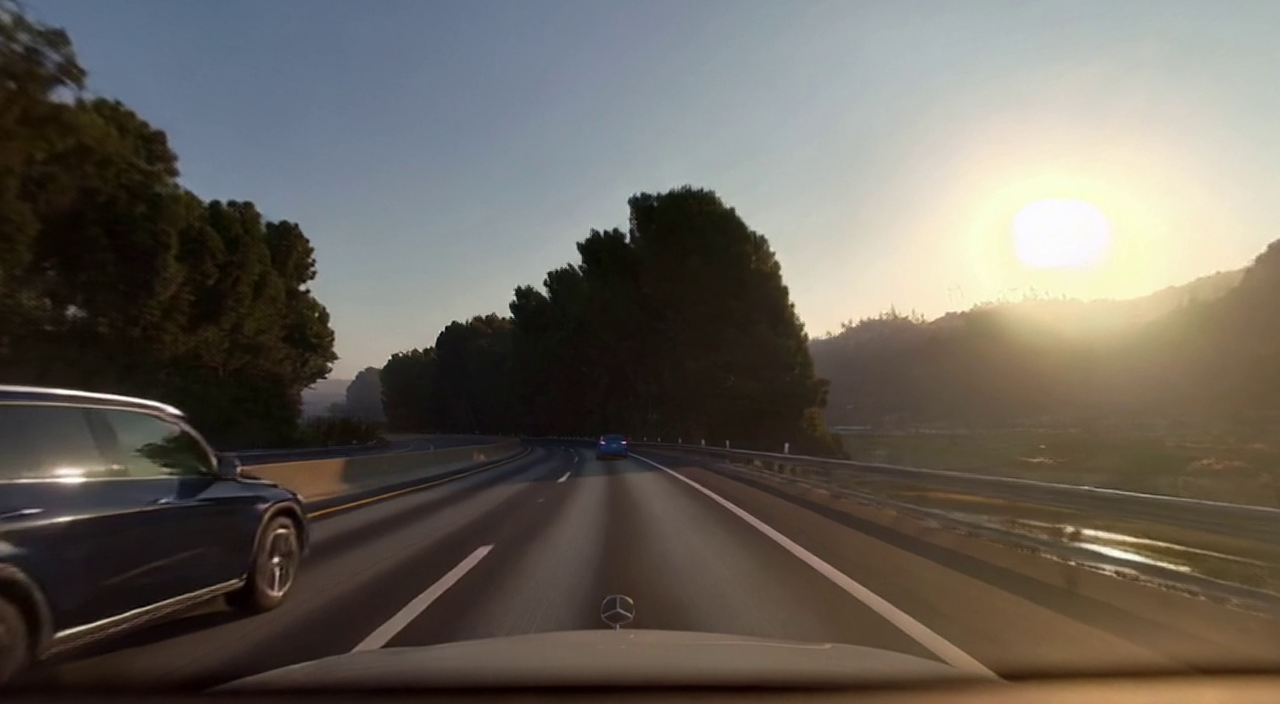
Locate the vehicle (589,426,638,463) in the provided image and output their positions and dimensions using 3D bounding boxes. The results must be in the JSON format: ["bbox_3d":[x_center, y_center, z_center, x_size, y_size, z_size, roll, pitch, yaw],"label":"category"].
[{"bbox_3d":[-1.508,4.979,34.130,2.452,1.857,4.022,1,-8,-5],"label":"vehicle"}]

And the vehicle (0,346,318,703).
[{"bbox_3d":[-4.181,0.993,3.766,2.053,1.847,4.760,0,-8,-1],"label":"vehicle"}]
